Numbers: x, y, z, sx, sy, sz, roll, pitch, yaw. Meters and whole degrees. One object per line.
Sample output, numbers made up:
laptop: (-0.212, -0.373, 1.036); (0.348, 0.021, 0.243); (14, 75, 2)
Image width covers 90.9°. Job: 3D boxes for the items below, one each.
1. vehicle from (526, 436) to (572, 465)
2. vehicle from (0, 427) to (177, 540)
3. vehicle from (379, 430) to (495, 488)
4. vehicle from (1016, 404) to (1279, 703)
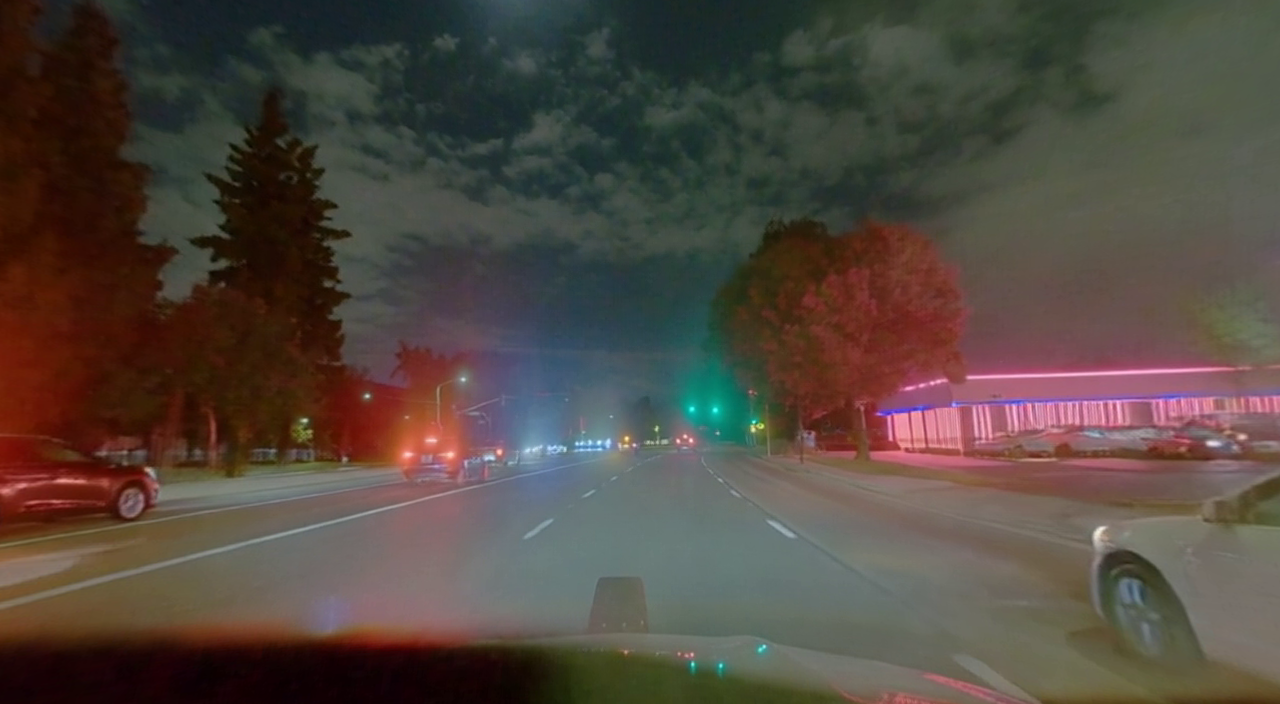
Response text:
vehicle: (-5.341, 5.816, 37.460); (1.870, 1.616, 3.765); (-1, -8, 5)
vehicle: (-9.852, 1.966, 9.719); (1.951, 1.554, 4.444); (0, -8, 2)
vehicle: (-6.206, 3.318, 19.902); (1.988, 1.597, 4.404); (0, -8, 3)
vehicle: (3.851, 0.930, 2.395); (2.003, 1.494, 4.705); (0, -8, 1)
